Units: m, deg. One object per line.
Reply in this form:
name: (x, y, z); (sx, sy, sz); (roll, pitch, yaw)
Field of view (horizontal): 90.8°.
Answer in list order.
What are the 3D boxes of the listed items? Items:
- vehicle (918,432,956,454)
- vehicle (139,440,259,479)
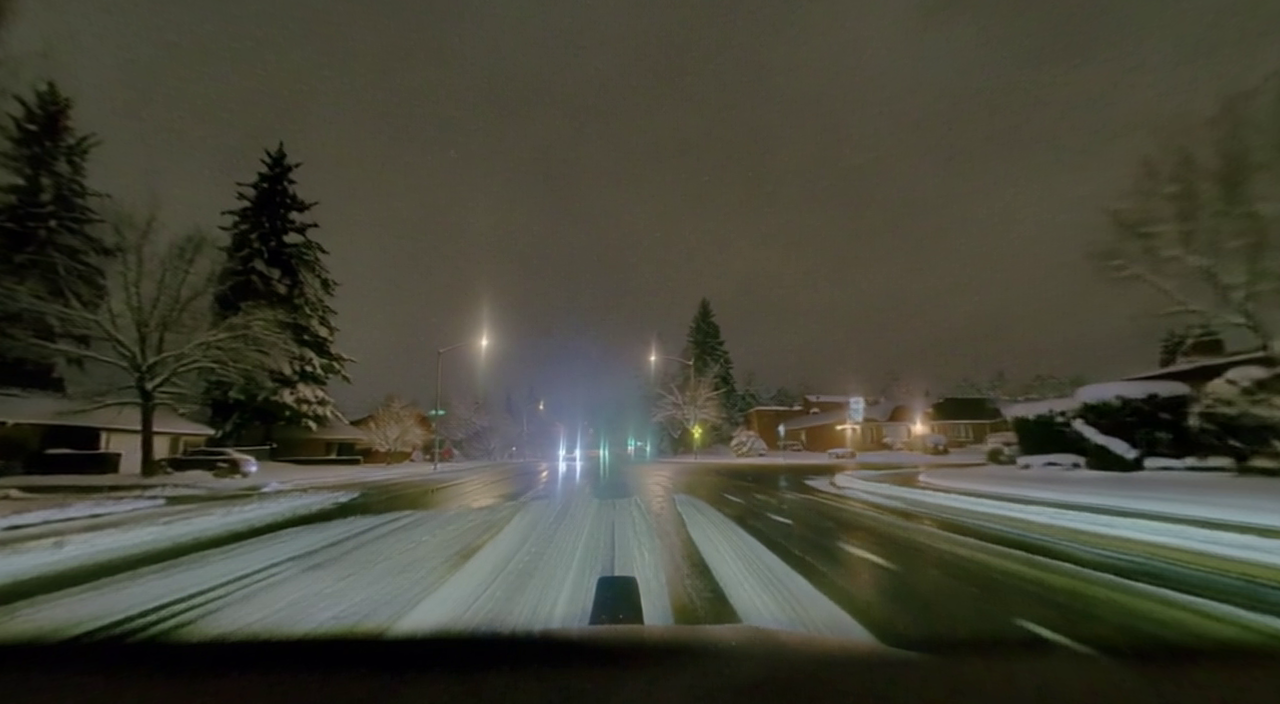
vehicle: (23.167, 7.114, 49.421); (2.000, 1.594, 4.976); (-4, -9, 18)
vehicle: (-21.133, 5.152, 30.427); (4.050, 1.755, 2.243); (1, -8, -2)
